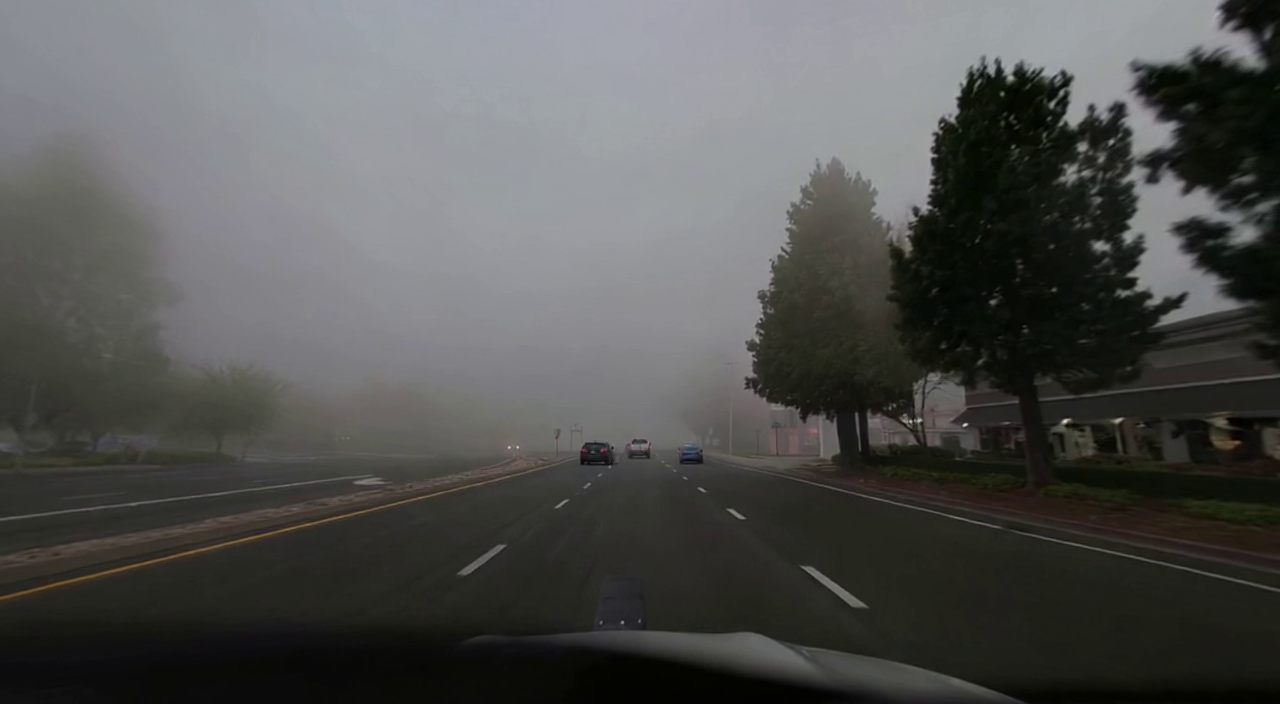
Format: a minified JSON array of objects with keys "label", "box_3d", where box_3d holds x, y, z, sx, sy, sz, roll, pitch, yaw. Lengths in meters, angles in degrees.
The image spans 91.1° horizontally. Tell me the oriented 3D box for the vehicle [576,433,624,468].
[{"label":"vehicle","box_3d":[-2.290,5.832,37.398,2.222,1.899,5.006,0,-8,4]}]
